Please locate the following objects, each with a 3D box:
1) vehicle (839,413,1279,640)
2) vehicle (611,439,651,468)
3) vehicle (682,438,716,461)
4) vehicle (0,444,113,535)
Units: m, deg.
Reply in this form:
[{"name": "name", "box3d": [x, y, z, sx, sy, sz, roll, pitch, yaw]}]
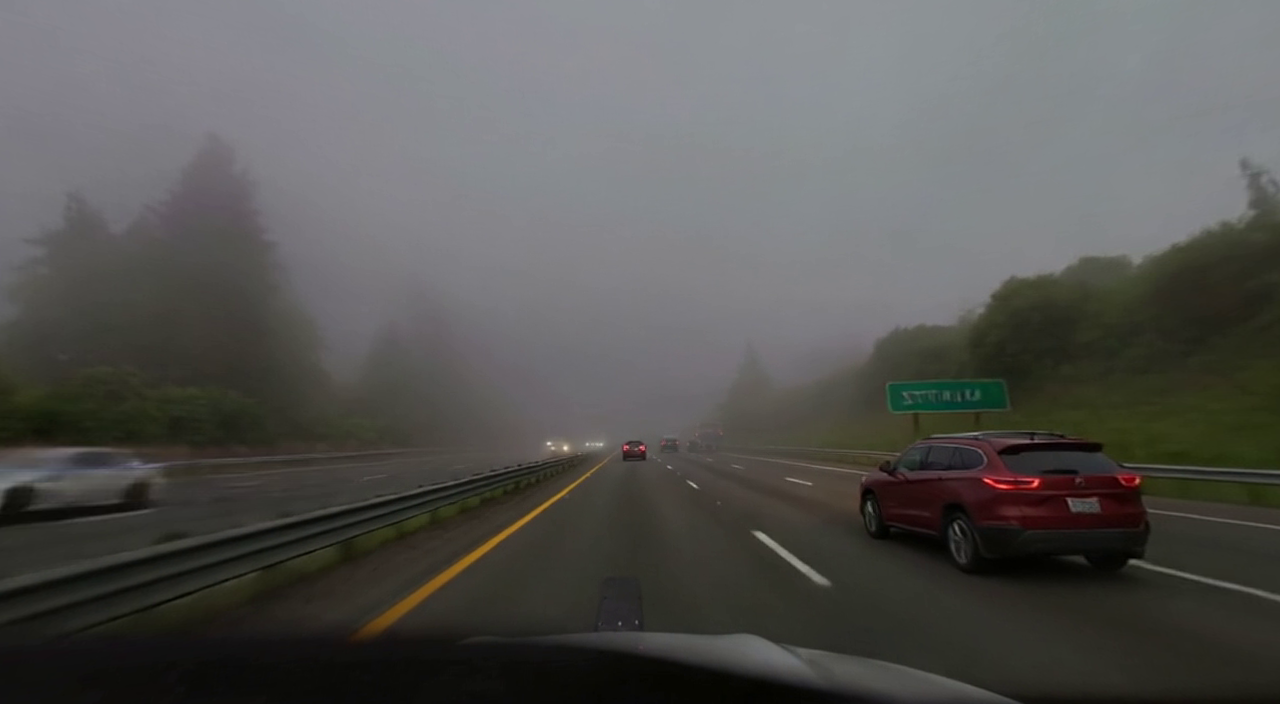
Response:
[{"name": "vehicle", "box3d": [3.888, 1.482, 6.633, 1.961, 1.495, 4.743, 0, -8, -1]}, {"name": "vehicle", "box3d": [-0.518, 5.500, 34.618, 2.055, 1.466, 4.317, 0, -8, -1]}, {"name": "vehicle", "box3d": [4.214, 6.972, 45.392, 1.995, 1.556, 3.893, 0, -8, -2]}, {"name": "vehicle", "box3d": [-11.277, 2.210, 10.025, 1.949, 1.422, 4.500, 0, -8, -1]}]
